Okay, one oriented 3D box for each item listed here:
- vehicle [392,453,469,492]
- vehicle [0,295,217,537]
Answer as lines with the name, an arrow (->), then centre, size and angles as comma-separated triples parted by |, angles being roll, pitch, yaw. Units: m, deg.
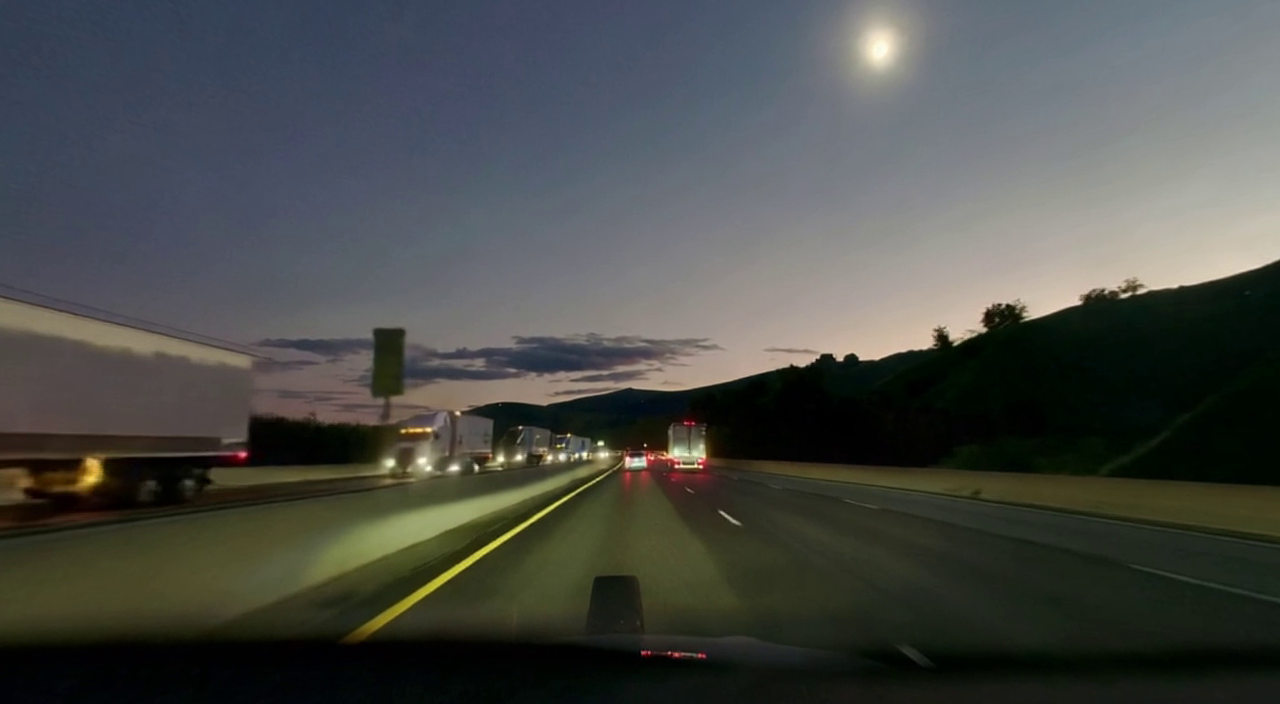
vehicle -> -8.633, 4.982, 26.369 | 1.844, 1.467, 3.930 | 1, -9, 0
vehicle -> -12.367, 0.839, 9.044 | 2.839, 4.089, 14.047 | 0, -9, 0
